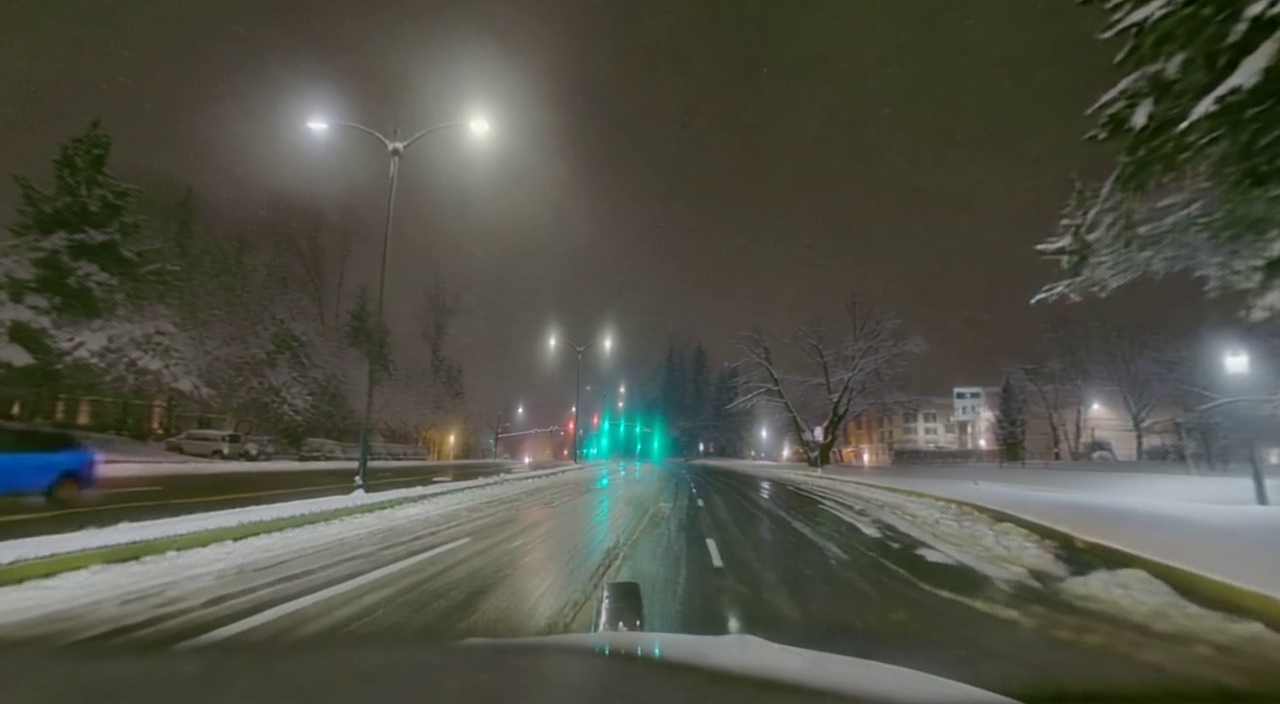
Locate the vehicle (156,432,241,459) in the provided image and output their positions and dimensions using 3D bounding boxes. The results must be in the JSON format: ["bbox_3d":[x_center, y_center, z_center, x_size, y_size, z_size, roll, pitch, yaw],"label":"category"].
[{"bbox_3d":[-32.893,6.981,47.216,4.579,1.962,2.161,2,-9,-16],"label":"vehicle"}]
